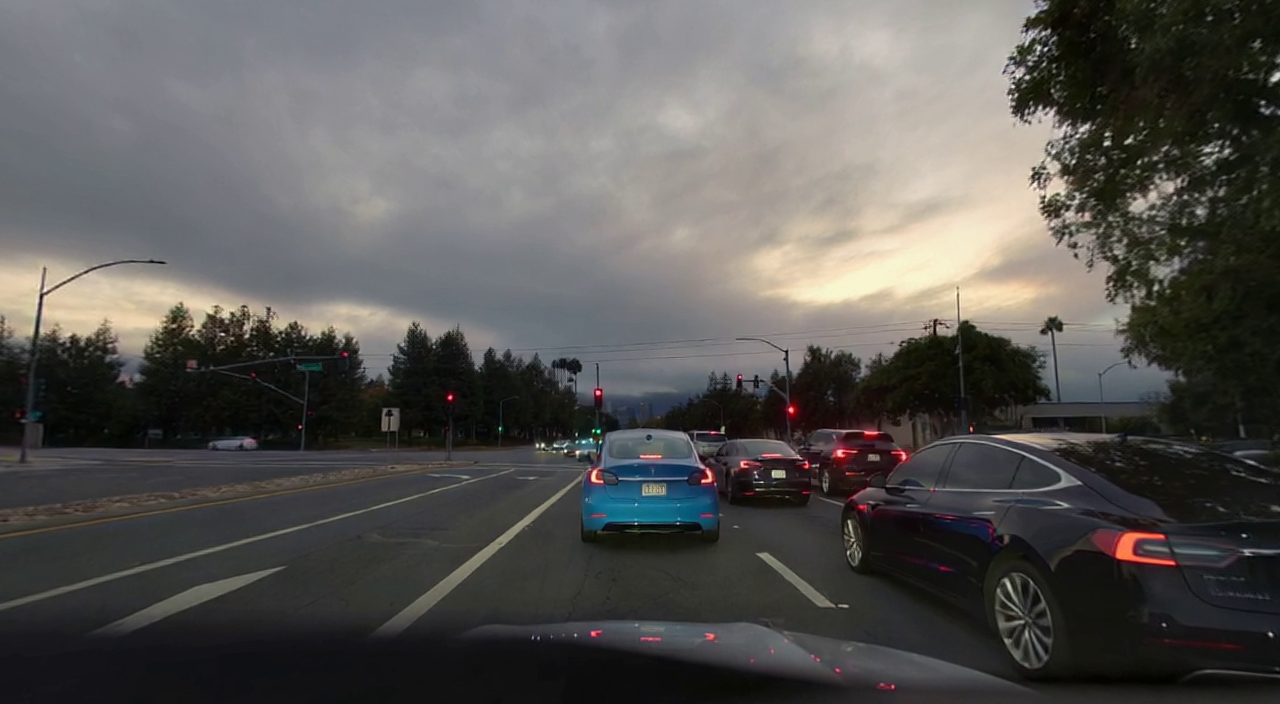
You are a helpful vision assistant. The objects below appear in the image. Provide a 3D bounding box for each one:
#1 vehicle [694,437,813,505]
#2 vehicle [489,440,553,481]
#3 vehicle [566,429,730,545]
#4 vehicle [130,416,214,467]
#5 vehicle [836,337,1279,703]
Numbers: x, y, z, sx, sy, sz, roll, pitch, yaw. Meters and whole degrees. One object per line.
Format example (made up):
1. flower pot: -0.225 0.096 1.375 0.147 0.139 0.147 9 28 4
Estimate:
1. vehicle: 2.684 2.930 16.032 2.058 1.466 4.208 0 -8 -3
2. vehicle: -4.653 4.286 25.249 1.972 1.457 4.171 0 -8 -4
3. vehicle: 0.017 2.082 10.451 2.147 1.499 4.240 0 -8 -2
4. vehicle: -29.285 5.617 39.679 2.608 2.990 3.026 2 -8 3
5. vehicle: 3.181 1.104 4.299 2.167 1.676 4.443 0 -8 -1
